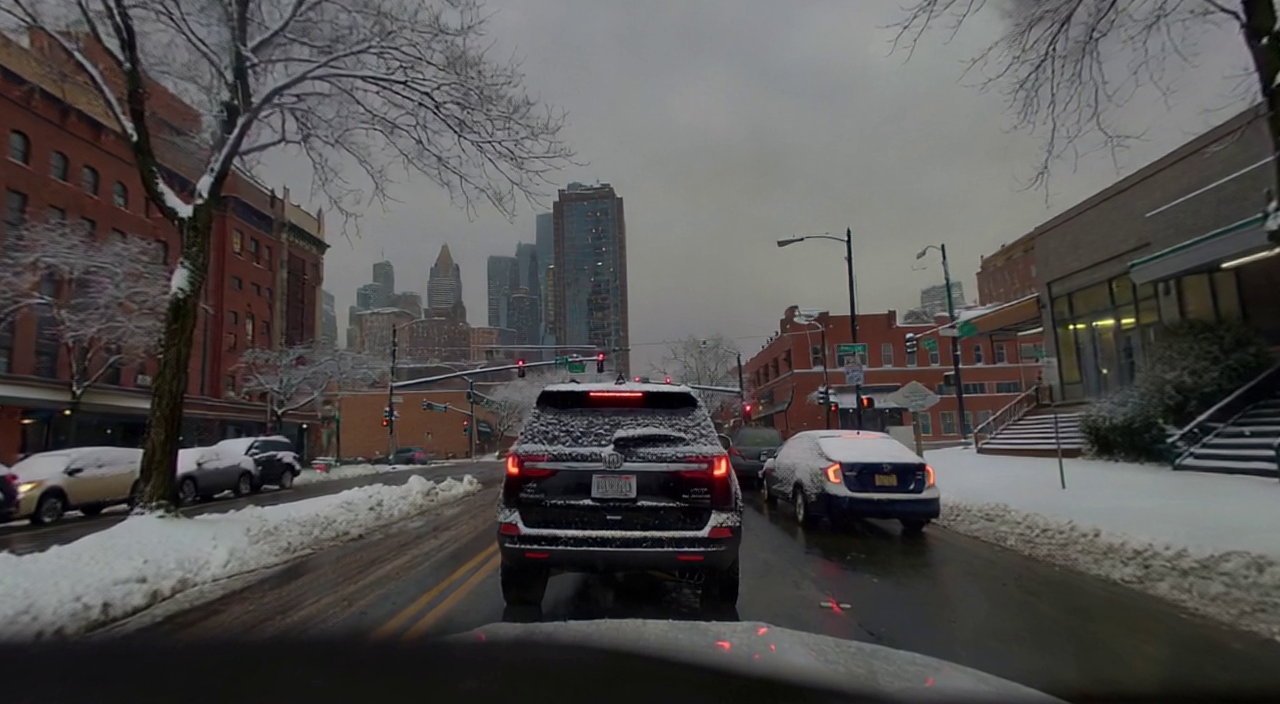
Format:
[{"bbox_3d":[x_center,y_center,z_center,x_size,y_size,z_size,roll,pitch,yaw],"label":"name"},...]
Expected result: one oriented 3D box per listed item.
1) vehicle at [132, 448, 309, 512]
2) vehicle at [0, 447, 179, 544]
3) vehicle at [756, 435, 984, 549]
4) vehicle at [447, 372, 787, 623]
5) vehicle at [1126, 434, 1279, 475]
[{"bbox_3d":[-12.454,3.785,19.135,2.207,1.648,4.675,0,-8,-1],"label":"vehicle"},{"bbox_3d":[-12.543,2.912,13.463,1.891,1.723,4.360,0,-8,1],"label":"vehicle"},{"bbox_3d":[3.301,2.086,10.083,2.056,1.422,4.130,0,-8,-1],"label":"vehicle"},{"bbox_3d":[-0.156,1.368,6.790,2.453,1.816,4.300,0,-8,0],"label":"vehicle"},{"bbox_3d":[22.159,4.045,24.974,4.055,1.469,1.848,-4,-9,26],"label":"vehicle"}]
